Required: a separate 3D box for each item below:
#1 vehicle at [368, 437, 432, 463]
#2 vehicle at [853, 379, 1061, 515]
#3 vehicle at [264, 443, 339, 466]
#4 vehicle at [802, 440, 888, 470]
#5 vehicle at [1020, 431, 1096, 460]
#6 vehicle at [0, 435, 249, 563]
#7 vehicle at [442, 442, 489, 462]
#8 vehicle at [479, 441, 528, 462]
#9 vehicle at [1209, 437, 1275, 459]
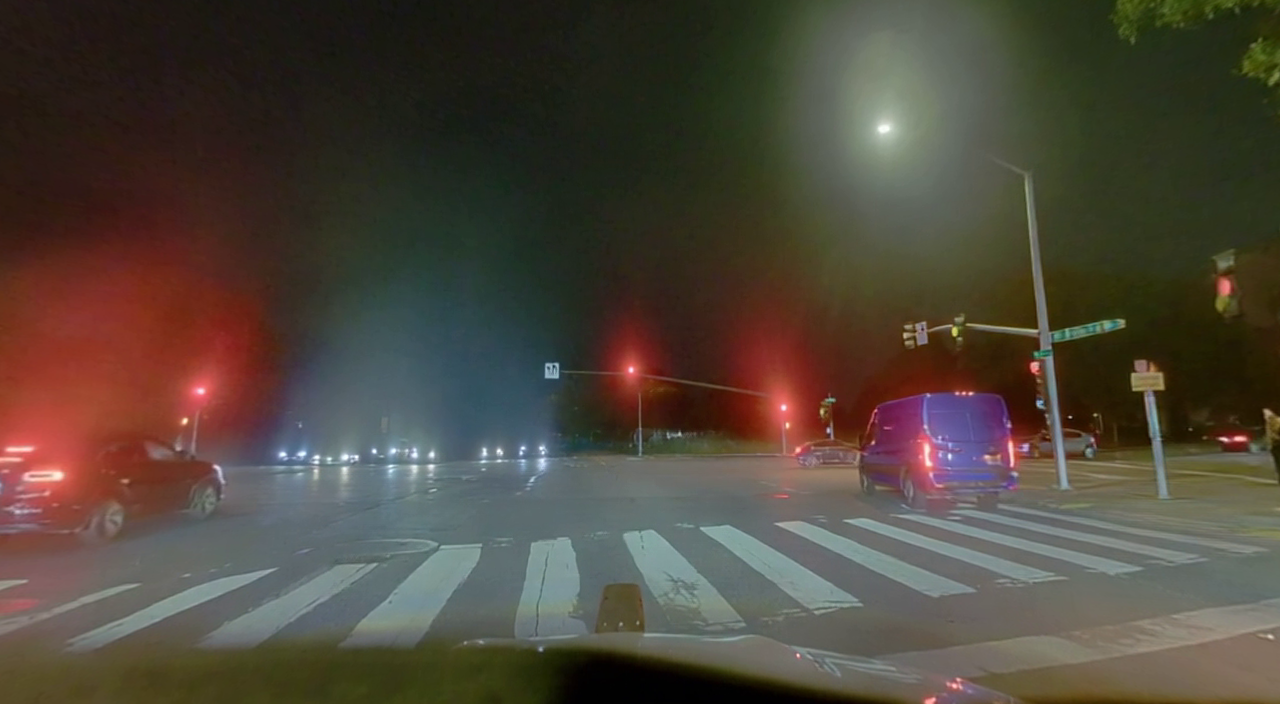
[{"bbox_3d":[-17.375,7.151,46.012,2.189,1.753,4.785,-1,-9,8],"label":"vehicle"},{"bbox_3d":[6.807,2.157,14.505,2.332,2.511,5.326,-1,-9,5],"label":"vehicle"},{"bbox_3d":[-21.832,6.640,40.990,1.859,1.415,4.591,-1,-9,8],"label":"vehicle"},{"bbox_3d":[10.117,5.137,31.469,3.909,1.409,1.907,-2,-9,14],"label":"vehicle"},{"bbox_3d":[28.140,6.263,42.504,4.662,1.840,2.055,4,-9,-26],"label":"vehicle"},{"bbox_3d":[-7.802,1.941,9.314,1.824,1.414,4.597,2,-8,-10],"label":"vehicle"},{"bbox_3d":[-13.172,7.595,47.863,1.845,1.426,4.289,-1,-9,8],"label":"vehicle"},{"bbox_3d":[-10.145,7.463,47.388,2.097,1.484,4.596,-1,-9,8],"label":"vehicle"},{"bbox_3d":[41.770,6.657,43.810,4.413,1.485,1.860,4,-10,-28],"label":"vehicle"}]
